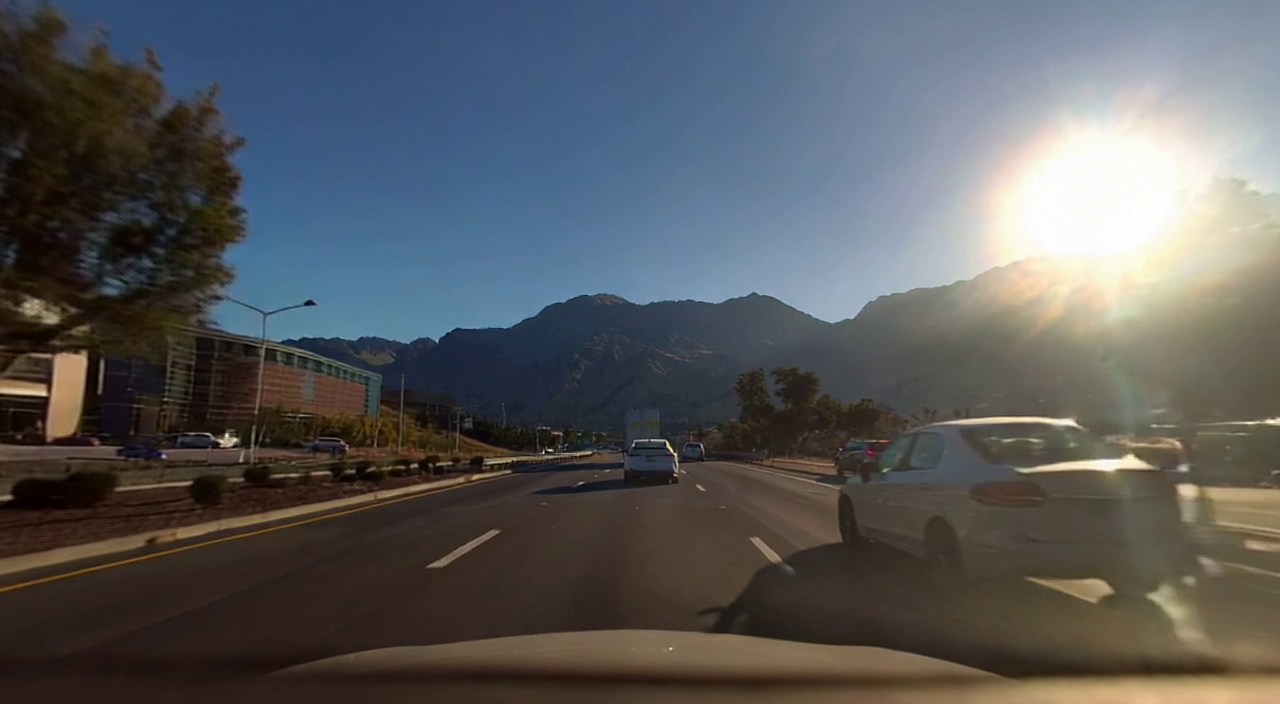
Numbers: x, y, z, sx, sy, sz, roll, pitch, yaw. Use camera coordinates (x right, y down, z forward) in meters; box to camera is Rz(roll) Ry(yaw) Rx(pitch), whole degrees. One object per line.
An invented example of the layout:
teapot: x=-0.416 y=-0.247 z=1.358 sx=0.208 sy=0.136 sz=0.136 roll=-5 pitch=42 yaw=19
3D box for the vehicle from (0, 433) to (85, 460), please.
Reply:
vehicle: x=-35.574 y=5.565 z=37.006 sx=3.714 sy=1.510 sz=1.917 roll=4 pitch=-9 yaw=-25

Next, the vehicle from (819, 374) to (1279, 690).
vehicle: x=3.315 y=1.287 z=5.701 sx=2.010 sy=1.692 sz=4.516 roll=0 pitch=-8 yaw=0

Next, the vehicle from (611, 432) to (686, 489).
vehicle: x=0.246 y=3.445 z=20.301 sx=2.193 sy=1.651 sz=3.946 roll=0 pitch=-8 yaw=0

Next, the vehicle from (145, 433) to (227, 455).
vehicle: x=-35.417 y=7.193 z=49.150 sx=4.786 sy=1.697 sz=1.895 roll=4 pitch=-9 yaw=-25
